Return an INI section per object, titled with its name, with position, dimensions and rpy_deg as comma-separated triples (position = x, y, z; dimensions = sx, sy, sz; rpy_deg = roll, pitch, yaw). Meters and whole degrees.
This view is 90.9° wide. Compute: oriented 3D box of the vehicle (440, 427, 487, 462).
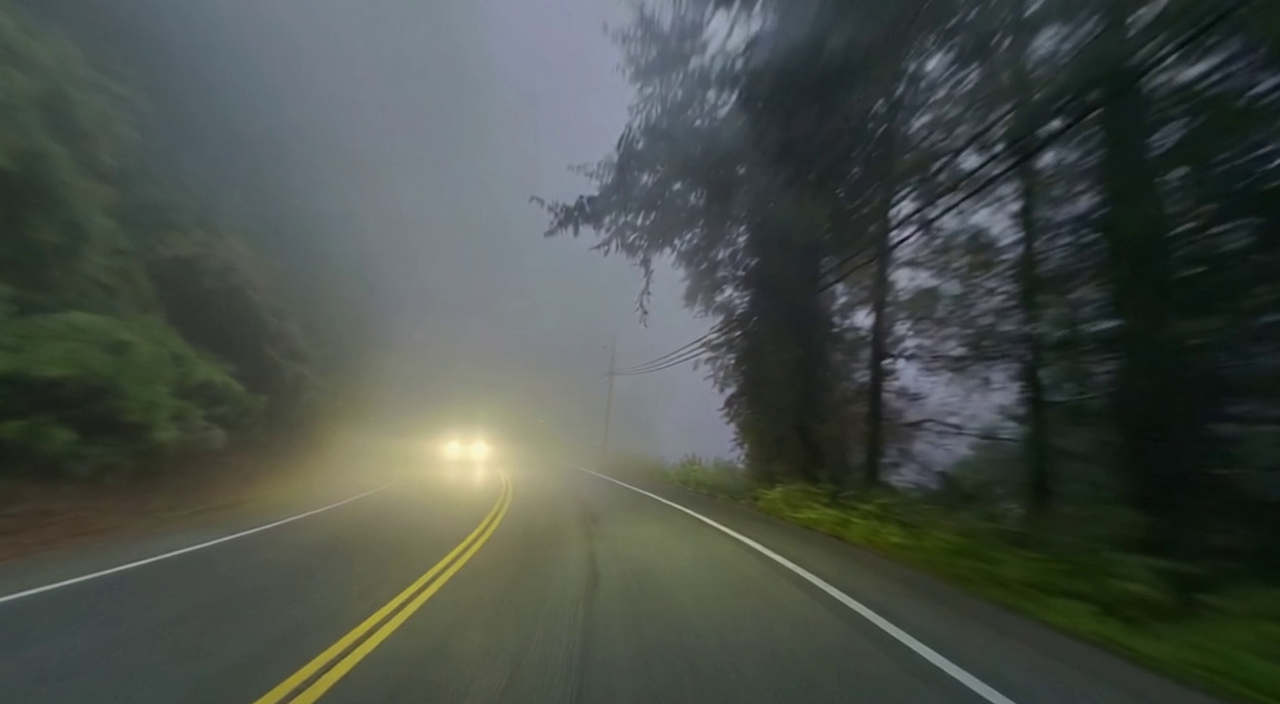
[vehicle]
position = -10.299, 5.443, 37.083
dimensions = 2.213, 1.882, 4.693
rpy_deg = 2, -8, -11
